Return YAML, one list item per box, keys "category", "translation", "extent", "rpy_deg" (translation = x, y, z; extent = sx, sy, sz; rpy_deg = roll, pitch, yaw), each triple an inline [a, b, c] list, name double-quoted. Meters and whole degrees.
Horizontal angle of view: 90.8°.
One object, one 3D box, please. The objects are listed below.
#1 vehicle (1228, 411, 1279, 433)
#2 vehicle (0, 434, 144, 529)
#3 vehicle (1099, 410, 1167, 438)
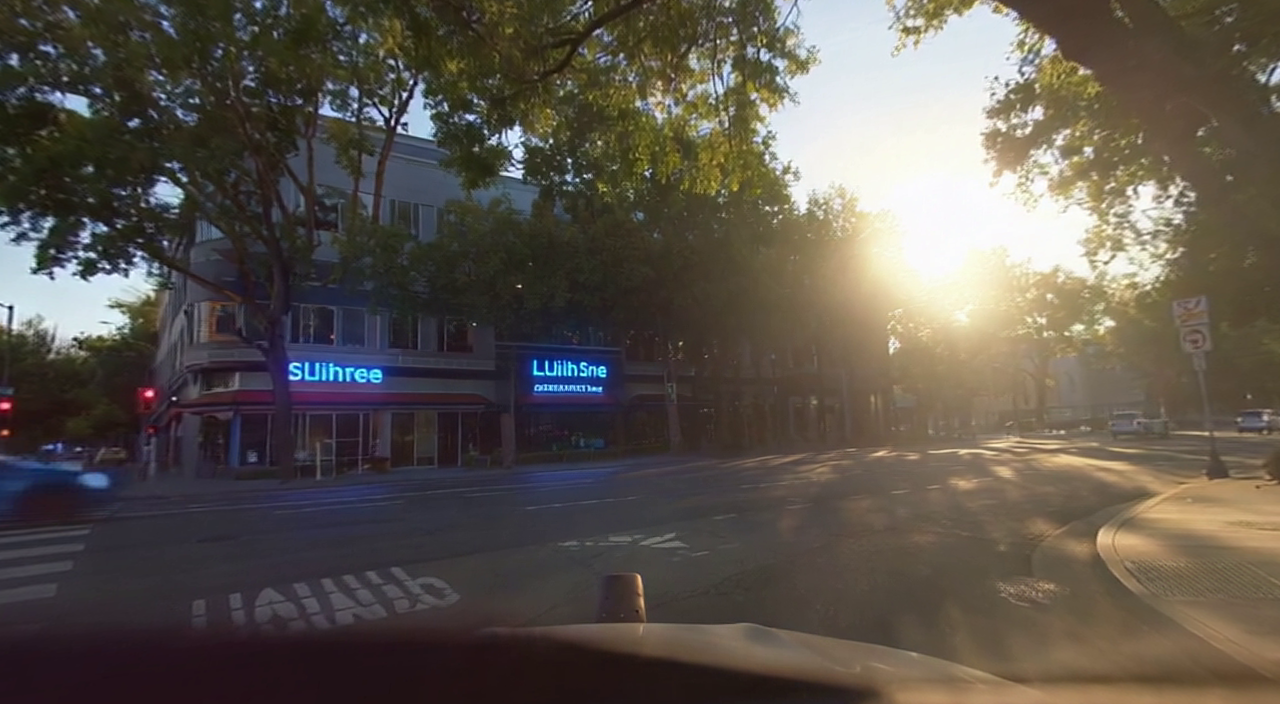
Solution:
- category: "vehicle"
  translation: [48.493, 5.556, 49.922]
  extent: [4.377, 1.624, 1.953]
  rpy_deg: [6, -11, -35]
- category: "vehicle"
  translation: [-11.075, 2.096, 10.353]
  extent: [4.442, 1.458, 1.902]
  rpy_deg: [6, -11, -35]
- category: "vehicle"
  translation: [33.359, 4.907, 42.704]
  extent: [4.689, 1.758, 2.146]
  rpy_deg: [6, -10, -35]
